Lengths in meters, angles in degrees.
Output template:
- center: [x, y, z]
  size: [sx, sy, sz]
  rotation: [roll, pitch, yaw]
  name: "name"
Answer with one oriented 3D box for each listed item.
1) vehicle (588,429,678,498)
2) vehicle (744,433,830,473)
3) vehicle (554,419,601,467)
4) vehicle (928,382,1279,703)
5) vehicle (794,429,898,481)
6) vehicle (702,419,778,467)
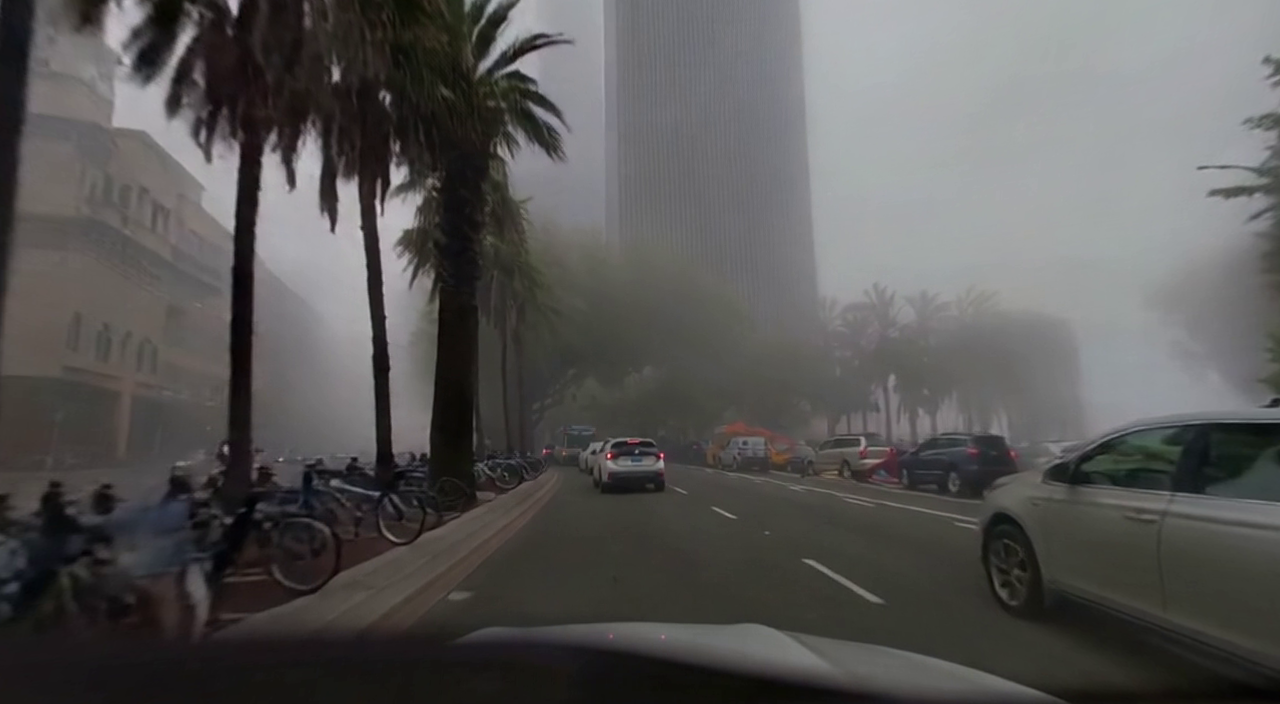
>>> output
- center: [-0.323, 2.957, 17.092]
  size: [2.111, 1.605, 3.832]
  rotation: [0, -8, -6]
  name: "vehicle"
- center: [6.477, 4.522, 28.478]
  size: [1.945, 1.623, 5.013]
  rotation: [1, -9, -9]
  name: "vehicle"
- center: [-4.177, 5.932, 41.078]
  size: [2.400, 2.872, 6.053]
  rotation: [1, -9, -12]
  name: "vehicle"
- center: [3.595, 0.932, 2.940]
  size: [2.116, 1.500, 4.702]
  rotation: [0, -8, -3]
  name: "vehicle"
- center: [7.272, 3.681, 22.822]
  size: [1.860, 1.684, 4.211]
  rotation: [1, -9, -7]
  name: "vehicle"
- center: [5.404, 5.063, 35.047]
  size: [2.377, 2.429, 5.532]
  rotation: [1, -9, -11]
  name: "vehicle"
